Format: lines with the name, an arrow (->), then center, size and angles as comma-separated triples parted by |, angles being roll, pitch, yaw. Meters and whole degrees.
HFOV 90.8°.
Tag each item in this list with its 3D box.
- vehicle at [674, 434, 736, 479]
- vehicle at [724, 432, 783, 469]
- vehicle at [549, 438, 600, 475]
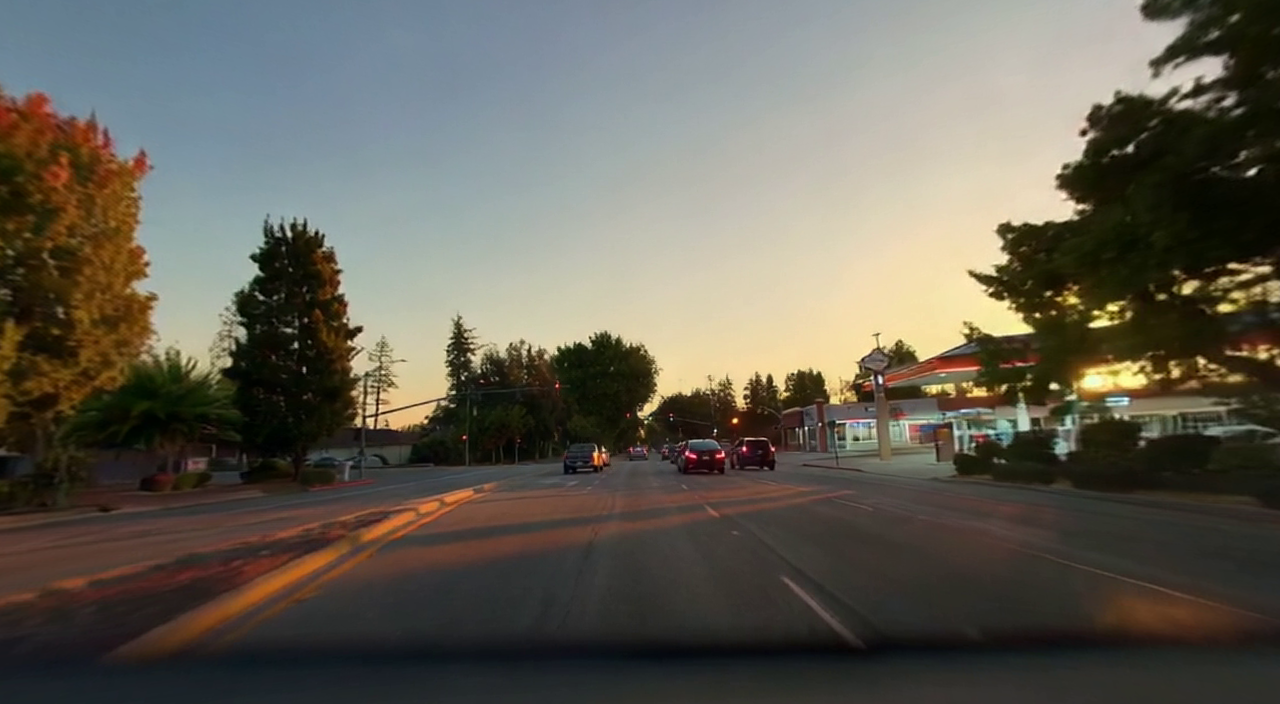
vehicle -> 2.774, 4.582, 28.013 | 2.140, 1.800, 4.660 | 0, -8, -1
vehicle -> 7.029, 6.187, 39.824 | 2.510, 2.176, 5.527 | 0, -8, -2
vehicle -> -3.400, 5.532, 33.762 | 2.261, 1.820, 4.255 | 0, -8, 0
